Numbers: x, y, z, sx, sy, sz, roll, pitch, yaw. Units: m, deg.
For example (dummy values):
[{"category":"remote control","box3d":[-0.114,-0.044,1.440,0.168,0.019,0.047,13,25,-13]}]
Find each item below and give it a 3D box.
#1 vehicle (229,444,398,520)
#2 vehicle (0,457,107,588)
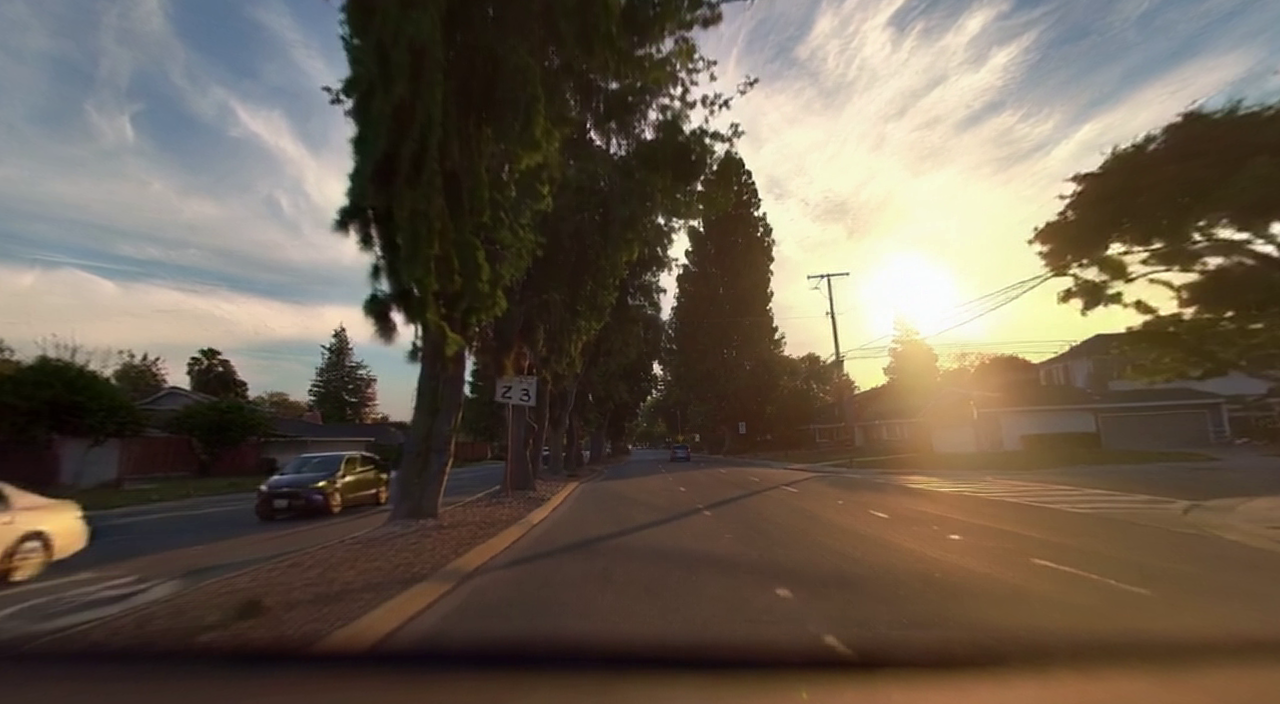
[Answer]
[{"category":"vehicle","box3d":[-8.472,3.369,17.010,2.054,1.746,4.507,0,-9,1]},{"category":"vehicle","box3d":[-8.403,1.867,6.484,1.939,1.469,4.465,0,-9,0]}]
